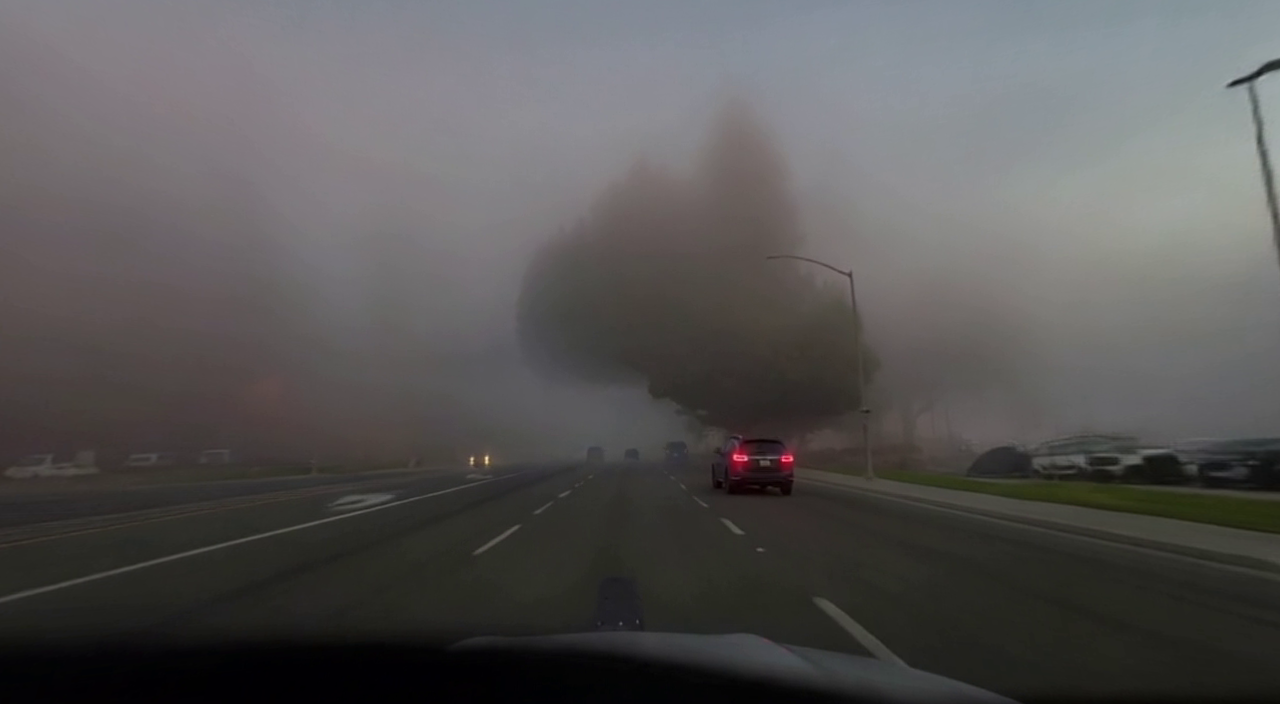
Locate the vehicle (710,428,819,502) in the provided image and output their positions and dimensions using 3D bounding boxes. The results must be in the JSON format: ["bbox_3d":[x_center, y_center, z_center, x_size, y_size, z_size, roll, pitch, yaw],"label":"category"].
[{"bbox_3d":[3.313,3.116,17.756,2.060,1.816,4.343,0,-9,-1],"label":"vehicle"}]

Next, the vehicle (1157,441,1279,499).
[{"bbox_3d":[16.732,3.114,16.931,4.203,1.424,2.077,2,-9,-11],"label":"vehicle"}]

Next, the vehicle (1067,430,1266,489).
[{"bbox_3d":[16.145,3.292,19.508,4.575,1.681,2.066,1,-9,-9],"label":"vehicle"}]

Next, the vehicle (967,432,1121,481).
[{"bbox_3d":[15.827,4.121,24.934,4.682,1.635,2.053,-2,-9,-6],"label":"vehicle"}]
